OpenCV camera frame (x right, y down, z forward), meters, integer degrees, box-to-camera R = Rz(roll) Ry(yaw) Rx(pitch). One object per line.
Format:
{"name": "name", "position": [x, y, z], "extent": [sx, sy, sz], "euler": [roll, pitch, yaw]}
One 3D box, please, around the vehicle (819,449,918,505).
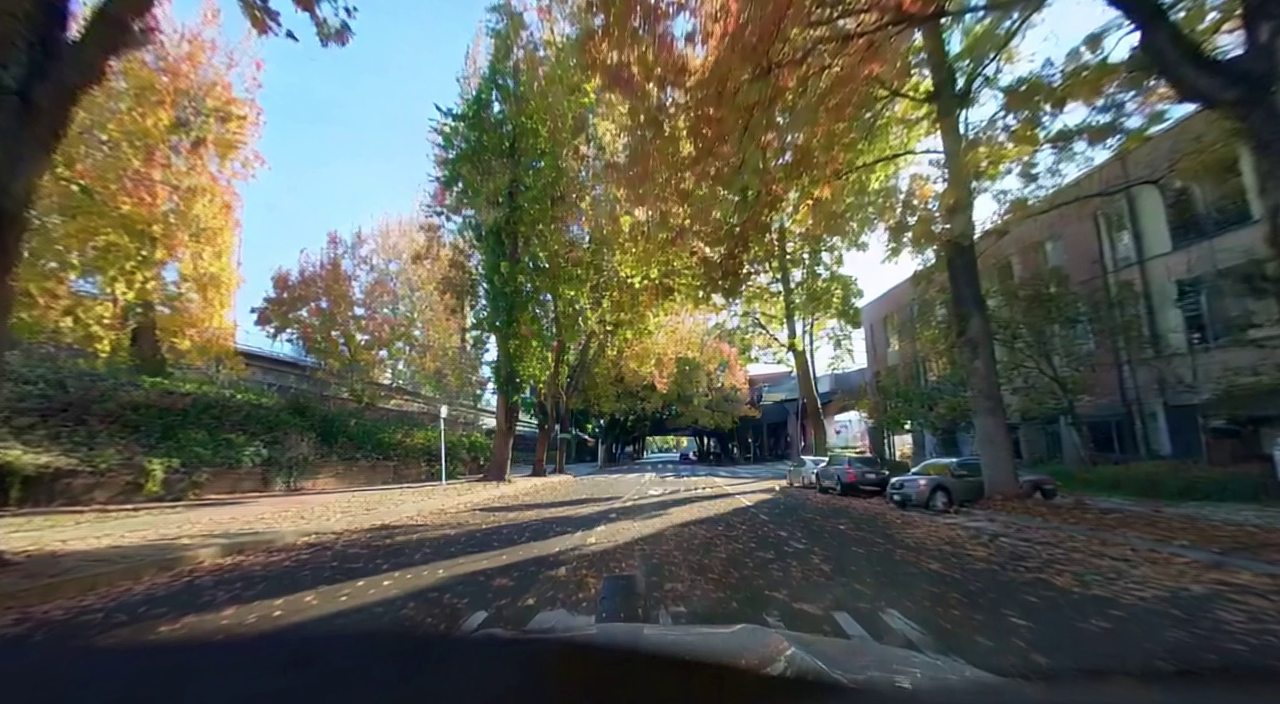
{"name": "vehicle", "position": [7.644, 4.178, 21.605], "extent": [1.954, 1.657, 4.522], "euler": [0, -9, 4]}

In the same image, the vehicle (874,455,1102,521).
{"name": "vehicle", "position": [9.063, 3.562, 16.793], "extent": [4.775, 1.542, 2.145], "euler": [0, -9, 1]}
